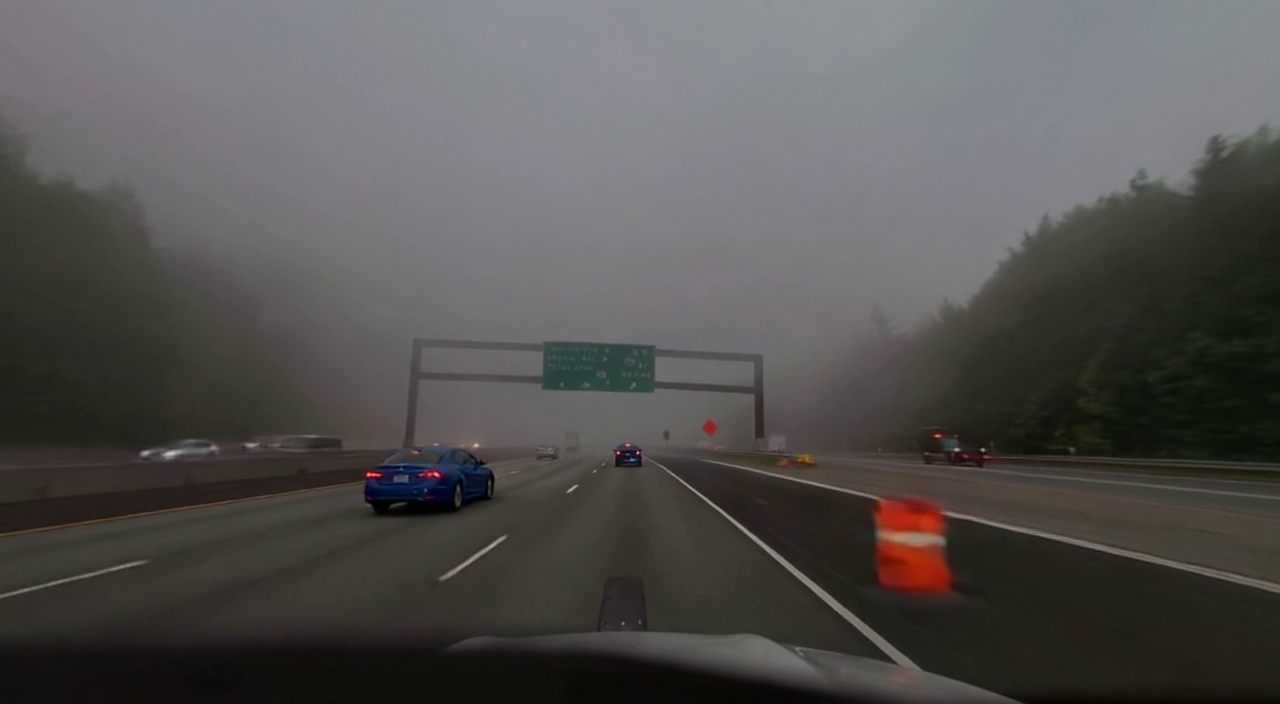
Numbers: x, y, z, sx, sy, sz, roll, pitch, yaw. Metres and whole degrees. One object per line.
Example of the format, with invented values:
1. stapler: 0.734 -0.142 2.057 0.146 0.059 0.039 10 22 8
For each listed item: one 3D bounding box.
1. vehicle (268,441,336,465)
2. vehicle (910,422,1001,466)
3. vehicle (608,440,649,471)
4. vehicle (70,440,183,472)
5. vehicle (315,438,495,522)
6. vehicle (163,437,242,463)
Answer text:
1. vehicle: -21.824 6.519 40.774 1.898 1.461 4.663 0 -8 -2
2. vehicle: 20.757 6.123 41.832 2.728 2.610 7.309 -1 -8 4
3. vehicle: -0.630 5.253 32.079 1.963 1.462 4.681 0 -8 -2
4. vehicle: -25.541 5.178 31.472 1.907 1.471 4.577 0 -8 -1
5. vehicle: -4.529 2.511 12.963 2.001 1.415 4.360 0 -8 0
6. vehicle: -29.562 6.630 42.596 1.918 1.628 4.921 0 -8 -2
